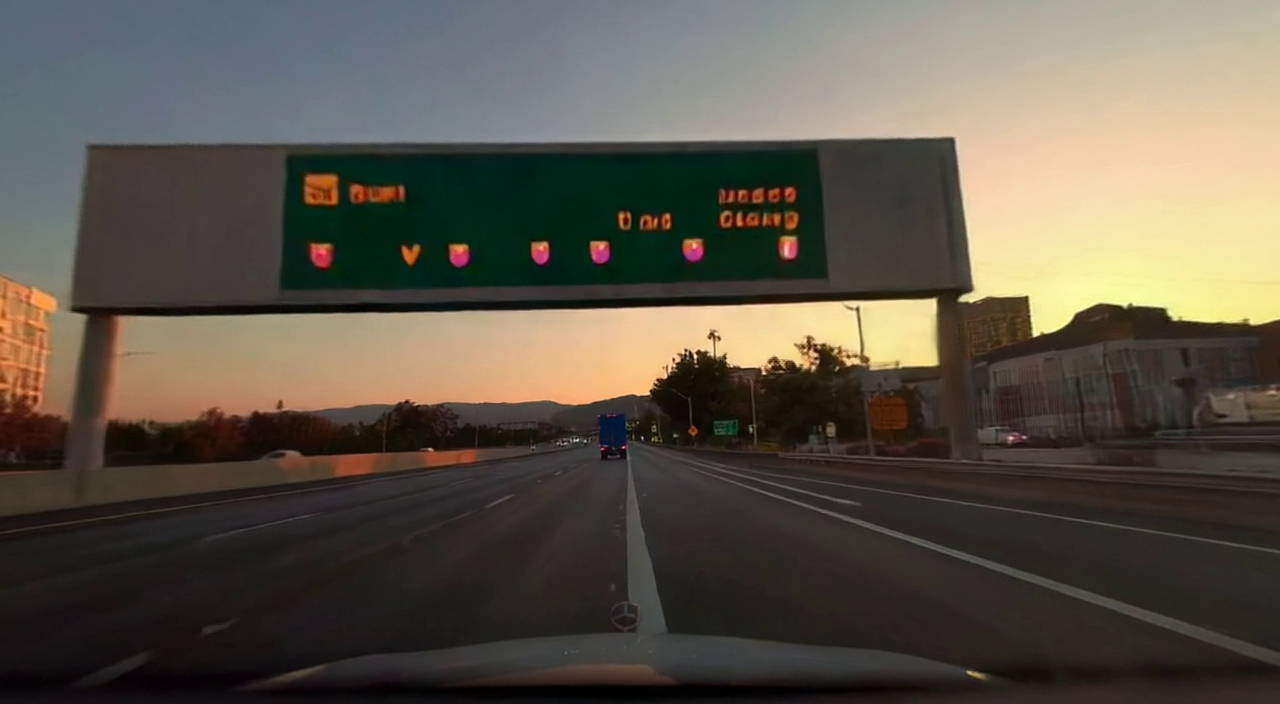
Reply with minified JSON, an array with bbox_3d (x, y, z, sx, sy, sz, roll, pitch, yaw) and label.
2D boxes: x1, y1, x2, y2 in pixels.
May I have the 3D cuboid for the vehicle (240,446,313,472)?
[{"bbox_3d":[-21.487,6.326,37.413,1.844,1.463,4.397,0,-9,-2],"label":"vehicle"}]
